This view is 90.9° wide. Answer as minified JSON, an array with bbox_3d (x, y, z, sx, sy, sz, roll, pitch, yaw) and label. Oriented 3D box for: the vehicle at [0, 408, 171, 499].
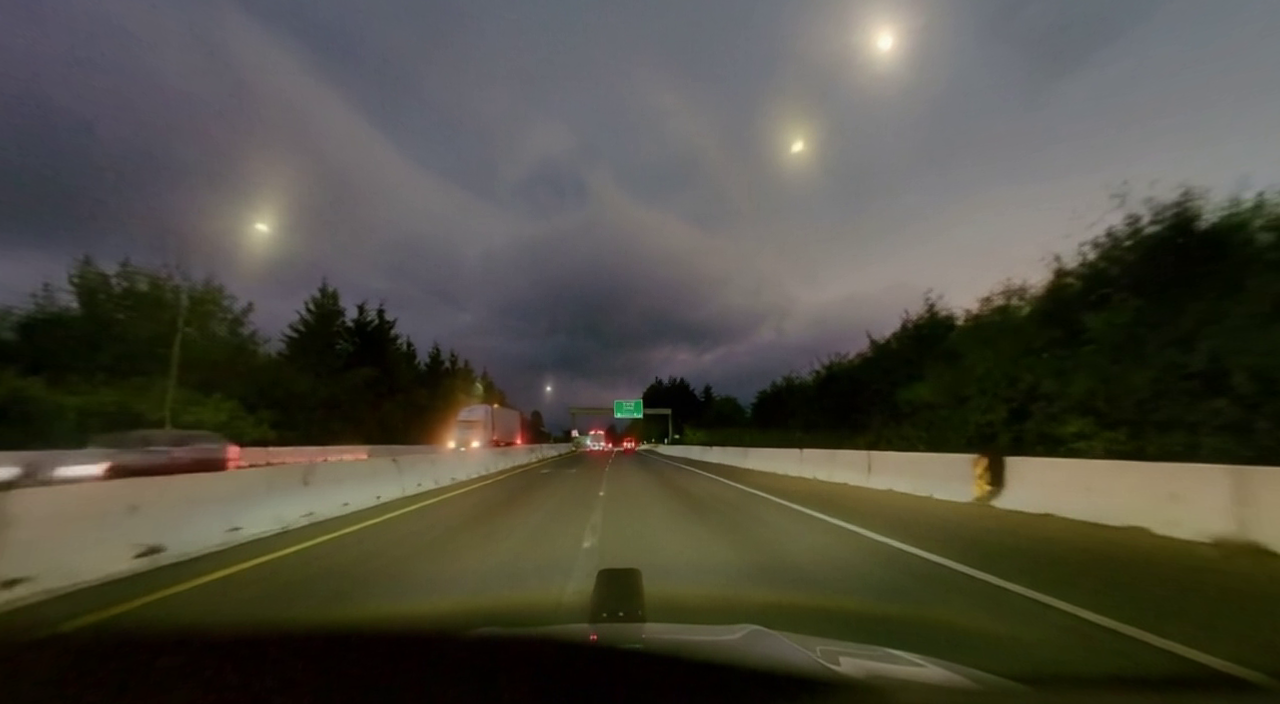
[{"bbox_3d":[-12.662,2.101,13.339,1.984,1.639,4.528,0,-8,-1],"label":"vehicle"}]
